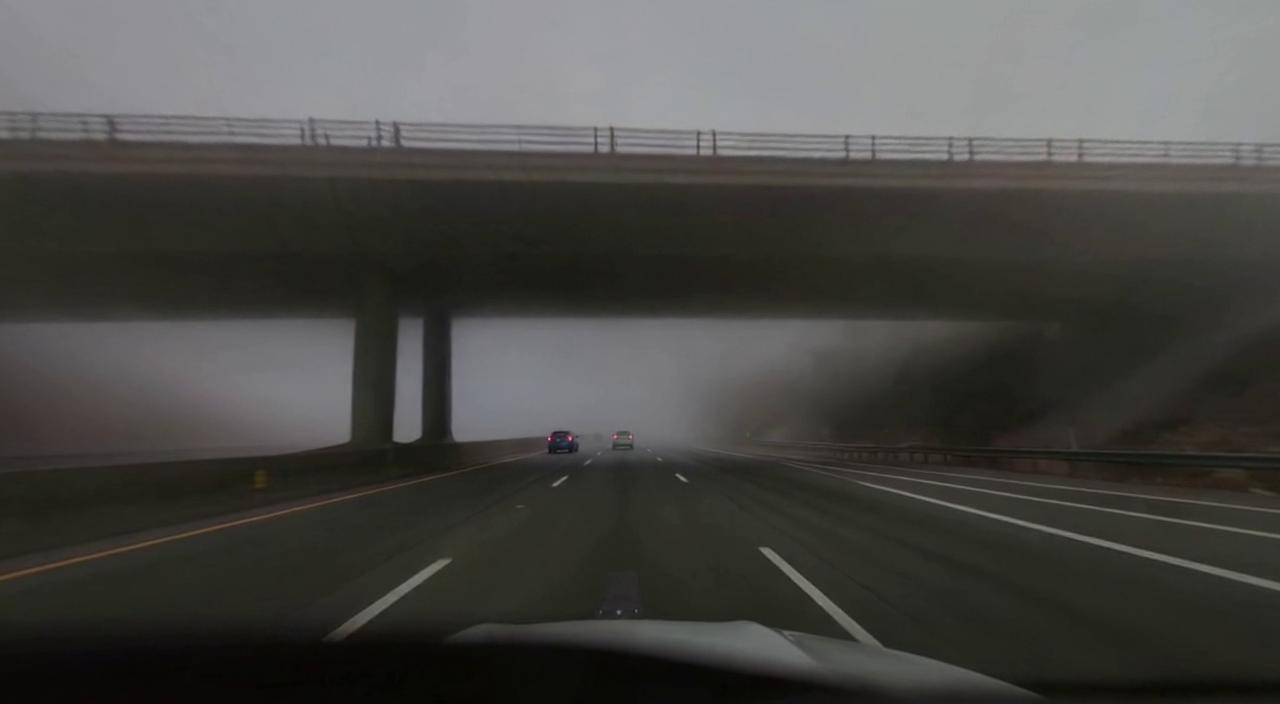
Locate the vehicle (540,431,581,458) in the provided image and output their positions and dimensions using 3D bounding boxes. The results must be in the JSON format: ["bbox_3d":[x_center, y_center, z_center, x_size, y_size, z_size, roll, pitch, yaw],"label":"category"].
[{"bbox_3d":[-4.840,5.699,38.837,2.017,1.537,4.496,0,-8,0],"label":"vehicle"}]

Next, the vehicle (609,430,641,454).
[{"bbox_3d":[-1.035,6.382,44.654,2.116,1.625,4.004,0,-8,0],"label":"vehicle"}]
